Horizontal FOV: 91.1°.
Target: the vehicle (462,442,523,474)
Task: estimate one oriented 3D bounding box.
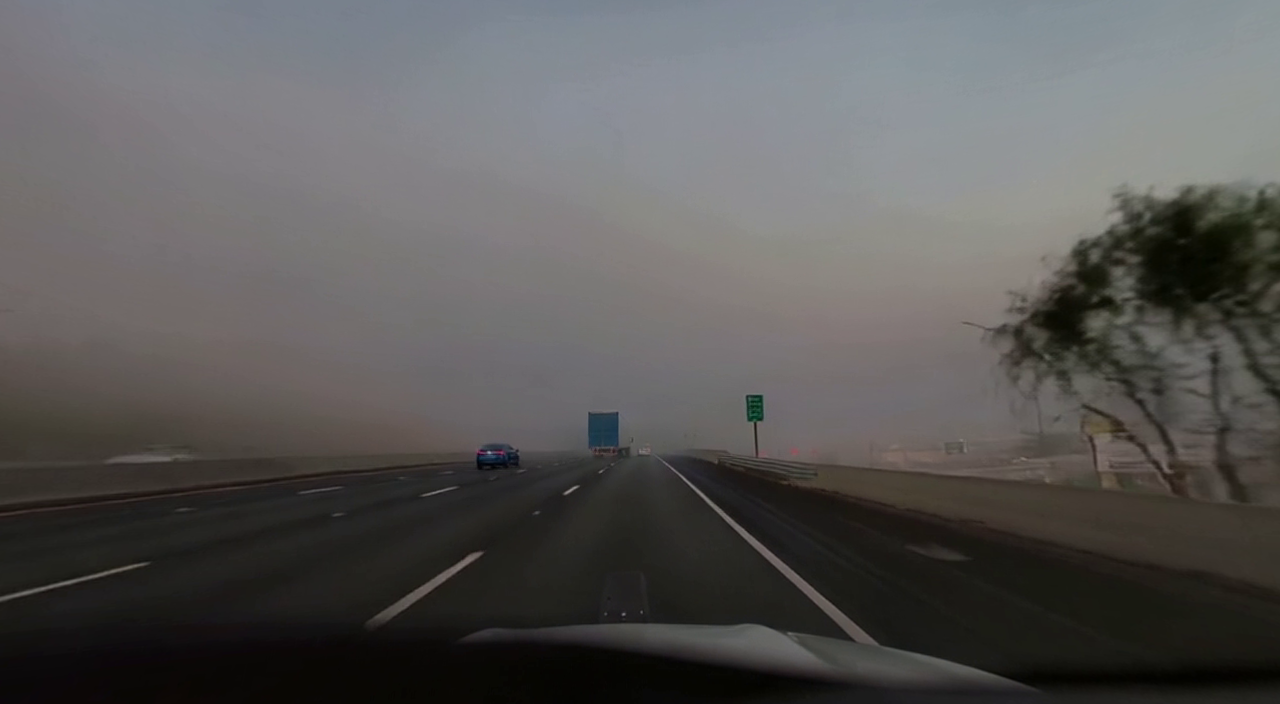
[{"bbox_3d":[-7.452,5.391,32.190,1.901,1.467,4.629,-1,-8,2],"label":"vehicle"}]
